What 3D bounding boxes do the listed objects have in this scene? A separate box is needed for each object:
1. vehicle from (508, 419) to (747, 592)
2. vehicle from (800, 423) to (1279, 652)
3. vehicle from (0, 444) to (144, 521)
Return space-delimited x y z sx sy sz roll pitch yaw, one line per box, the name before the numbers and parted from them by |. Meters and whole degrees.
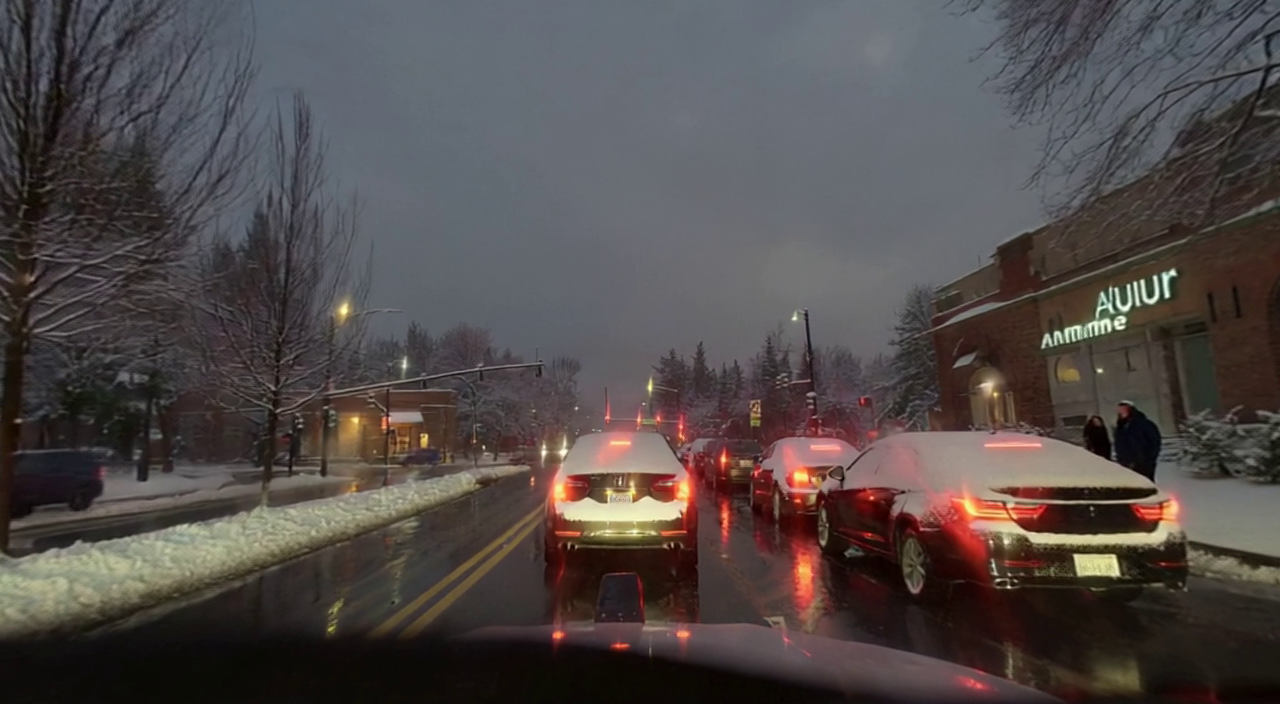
vehicle | -0.139 1.669 7.688 2.118 1.512 4.013 0 -9 -1
vehicle | 3.209 1.543 6.423 1.912 1.454 4.537 0 -9 -1
vehicle | -14.676 3.089 15.483 1.933 1.614 4.042 0 -9 -4
